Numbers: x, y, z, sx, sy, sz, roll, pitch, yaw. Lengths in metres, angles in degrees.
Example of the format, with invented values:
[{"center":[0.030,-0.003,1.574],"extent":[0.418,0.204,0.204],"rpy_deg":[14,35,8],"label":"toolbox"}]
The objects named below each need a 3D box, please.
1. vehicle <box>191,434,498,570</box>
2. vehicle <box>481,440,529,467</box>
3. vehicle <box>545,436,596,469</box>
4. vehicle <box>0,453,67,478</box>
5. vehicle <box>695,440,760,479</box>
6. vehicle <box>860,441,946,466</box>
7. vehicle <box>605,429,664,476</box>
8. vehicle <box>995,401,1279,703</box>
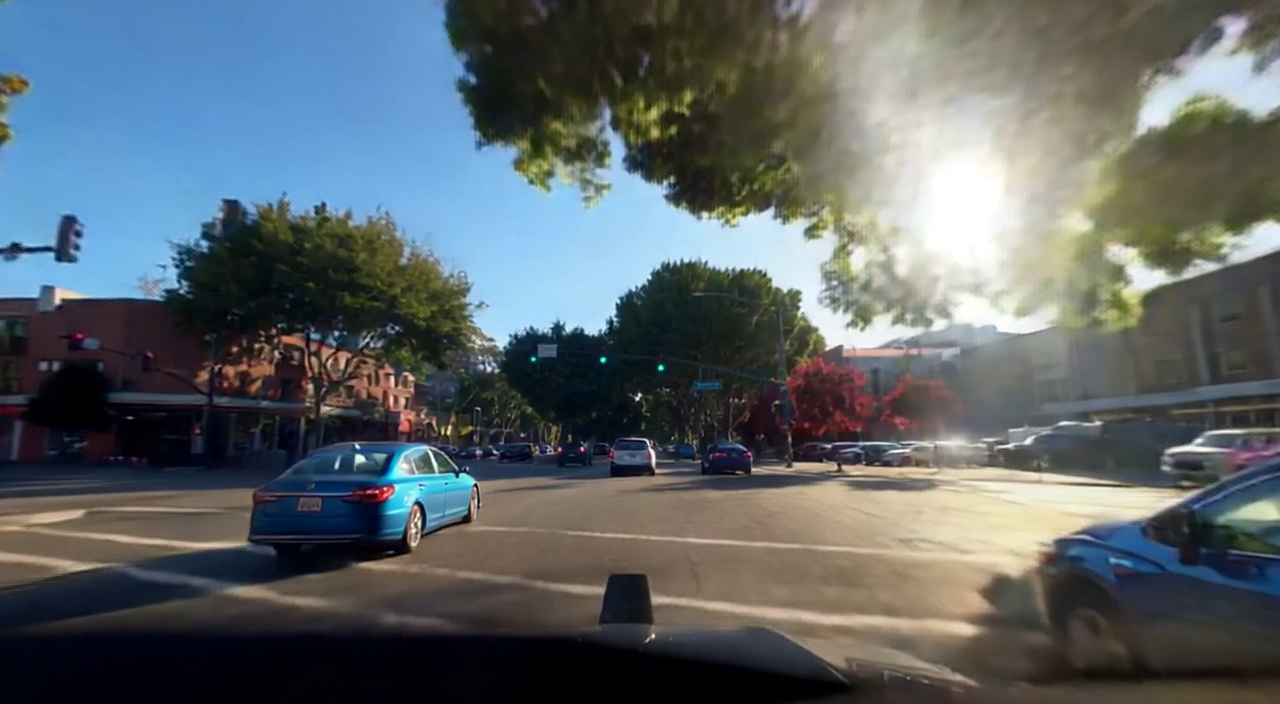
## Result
[{"center":[-3.482,1.826,8.467],"extent":[2.115,1.369,3.908],"rpy_deg":[0,-8,2],"label":"vehicle"},{"center":[-8.749,6.601,41.285],"extent":[2.059,1.559,4.709],"rpy_deg":[-4,-8,1],"label":"vehicle"},{"center":[-3.576,5.252,33.140],"extent":[2.130,1.645,3.995],"rpy_deg":[0,-8,1],"label":"vehicle"},{"center":[-39.832,7.228,40.124],"extent":[4.458,1.494,1.849],"rpy_deg":[2,-9,-14],"label":"vehicle"},{"center":[3.493,4.379,26.009],"extent":[2.058,1.472,4.317],"rpy_deg":[0,-8,0],"label":"vehicle"},{"center":[16.172,6.279,38.951],"extent":[4.407,1.492,1.930],"rpy_deg":[0,-8,2],"label":"vehicle"},{"center":[-0.215,4.394,27.813],"extent":[2.361,1.898,4.465],"rpy_deg":[0,-8,0],"label":"vehicle"},{"center":[3.179,0.829,1.562],"extent":[2.052,1.475,4.540],"rpy_deg":[0,-8,2],"label":"vehicle"}]
